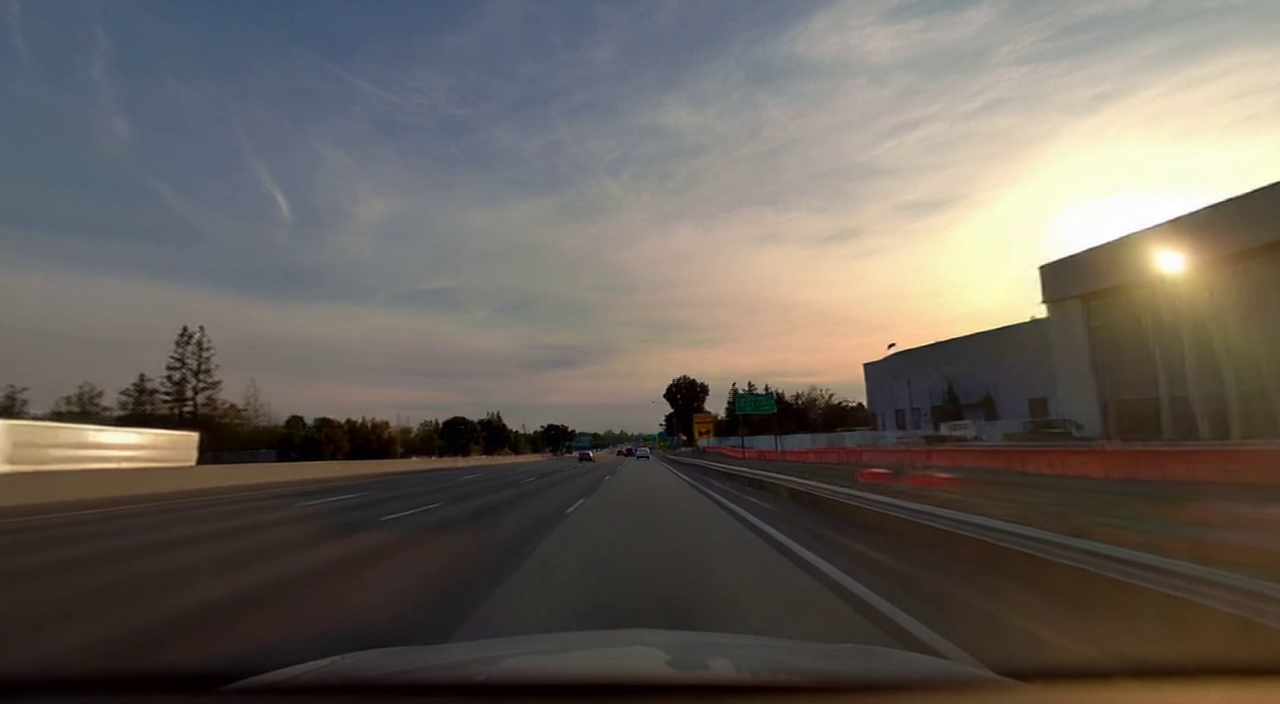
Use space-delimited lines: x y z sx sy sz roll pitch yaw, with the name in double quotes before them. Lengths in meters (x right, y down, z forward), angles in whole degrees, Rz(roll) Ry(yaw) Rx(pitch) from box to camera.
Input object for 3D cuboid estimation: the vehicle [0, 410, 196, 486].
"vehicle" -35.390 6.058 39.728 2.917 3.981 16.129 0 -9 0
